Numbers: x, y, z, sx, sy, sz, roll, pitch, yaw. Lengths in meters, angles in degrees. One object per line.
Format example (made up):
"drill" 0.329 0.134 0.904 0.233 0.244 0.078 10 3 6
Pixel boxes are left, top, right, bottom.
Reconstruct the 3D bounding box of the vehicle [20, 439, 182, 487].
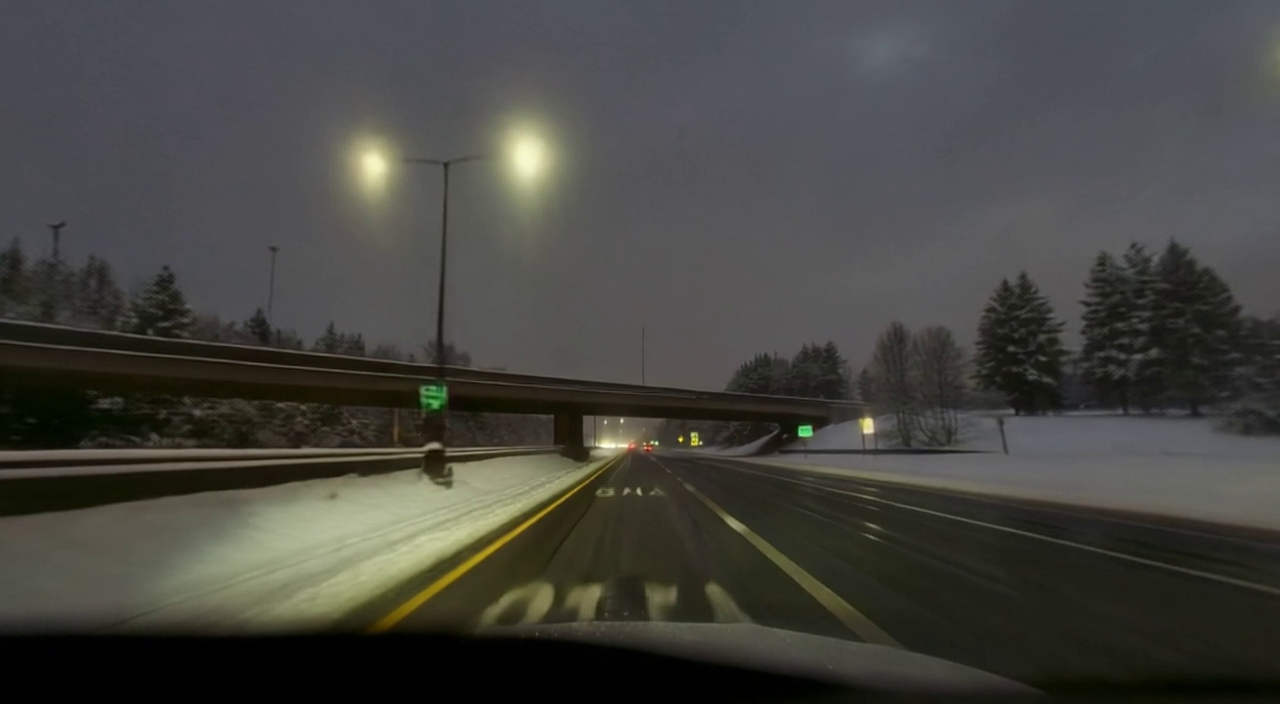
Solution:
"vehicle" -18.373 3.786 21.821 1.804 1.461 4.269 0 -9 0
